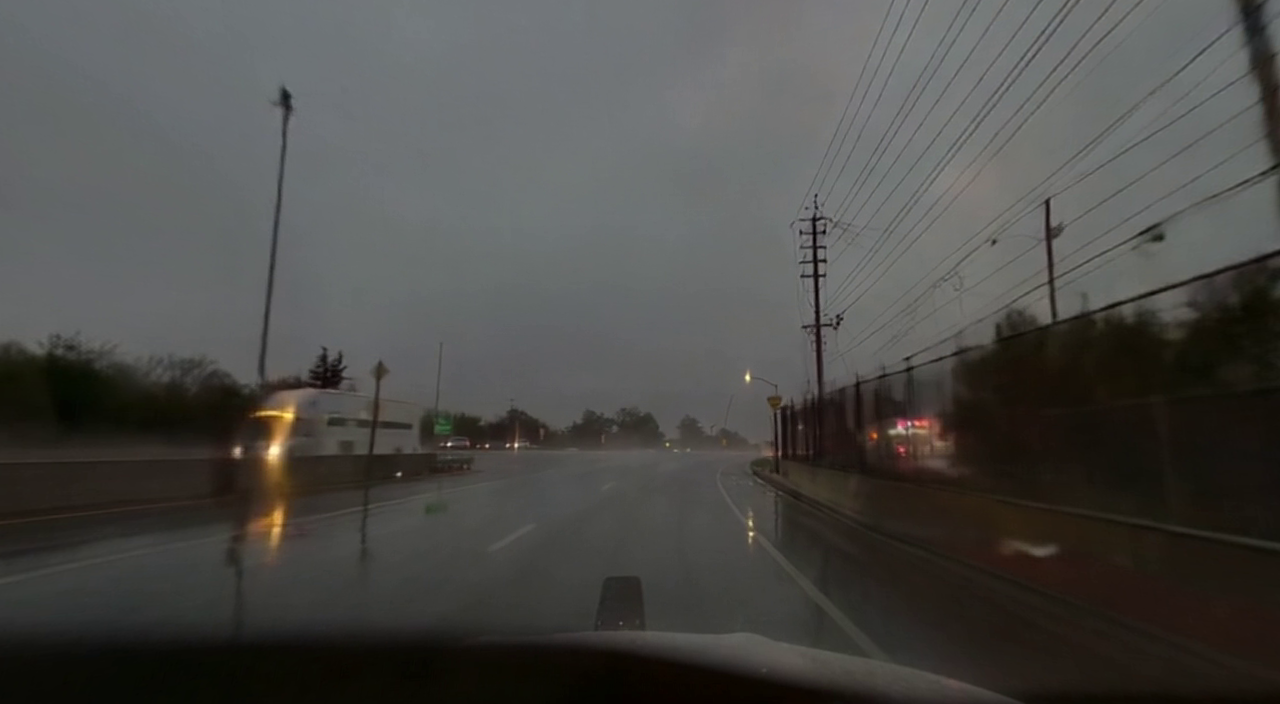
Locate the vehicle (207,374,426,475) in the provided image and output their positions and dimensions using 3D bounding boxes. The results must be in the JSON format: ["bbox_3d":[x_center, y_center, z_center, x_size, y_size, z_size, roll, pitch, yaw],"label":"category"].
[{"bbox_3d":[-14.657,3.685,30.315,2.994,3.930,11.114,-1,-9,10],"label":"vehicle"}]
